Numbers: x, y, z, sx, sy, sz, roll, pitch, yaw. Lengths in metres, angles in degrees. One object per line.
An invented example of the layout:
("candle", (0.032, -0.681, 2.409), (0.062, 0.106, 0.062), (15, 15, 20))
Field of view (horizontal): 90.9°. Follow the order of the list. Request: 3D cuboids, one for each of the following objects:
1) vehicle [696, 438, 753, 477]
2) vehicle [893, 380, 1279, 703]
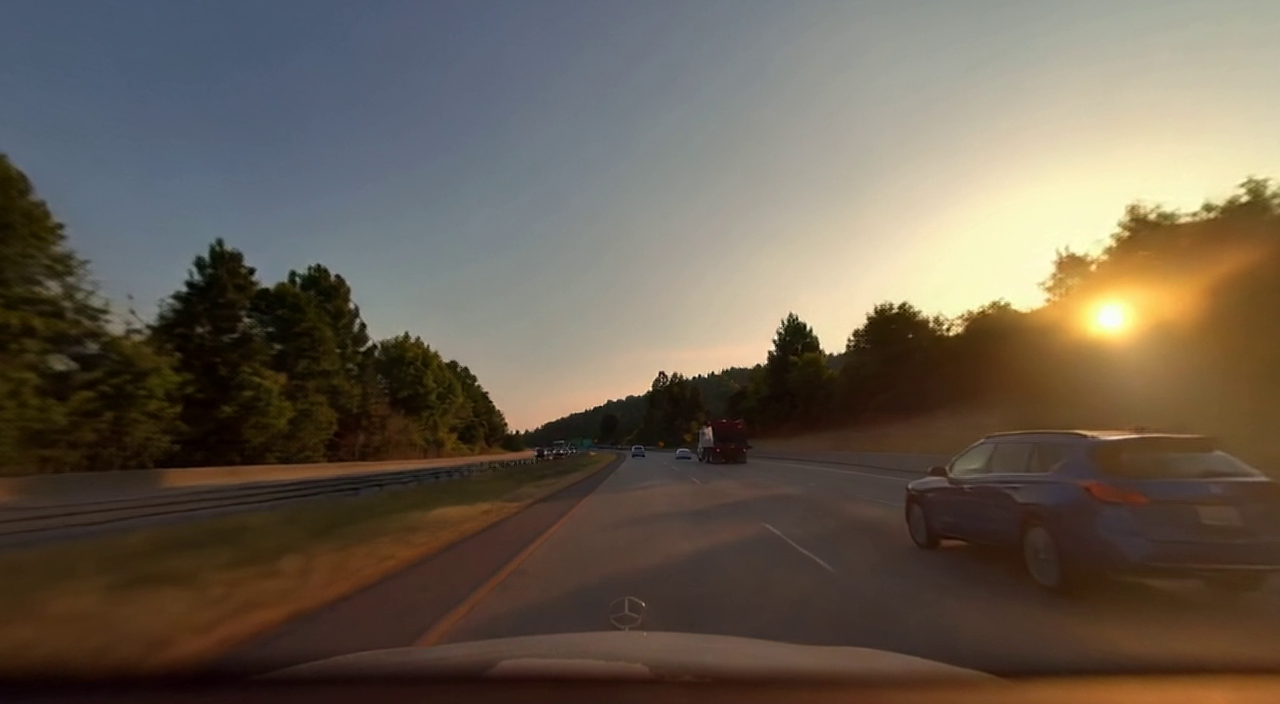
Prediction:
("vehicle", (3.826, 4.894, 29.320), (2.022, 1.658, 4.132), (0, -9, -1))
("vehicle", (3.952, 1.250, 5.199), (2.005, 1.604, 4.002), (0, -9, 0))
